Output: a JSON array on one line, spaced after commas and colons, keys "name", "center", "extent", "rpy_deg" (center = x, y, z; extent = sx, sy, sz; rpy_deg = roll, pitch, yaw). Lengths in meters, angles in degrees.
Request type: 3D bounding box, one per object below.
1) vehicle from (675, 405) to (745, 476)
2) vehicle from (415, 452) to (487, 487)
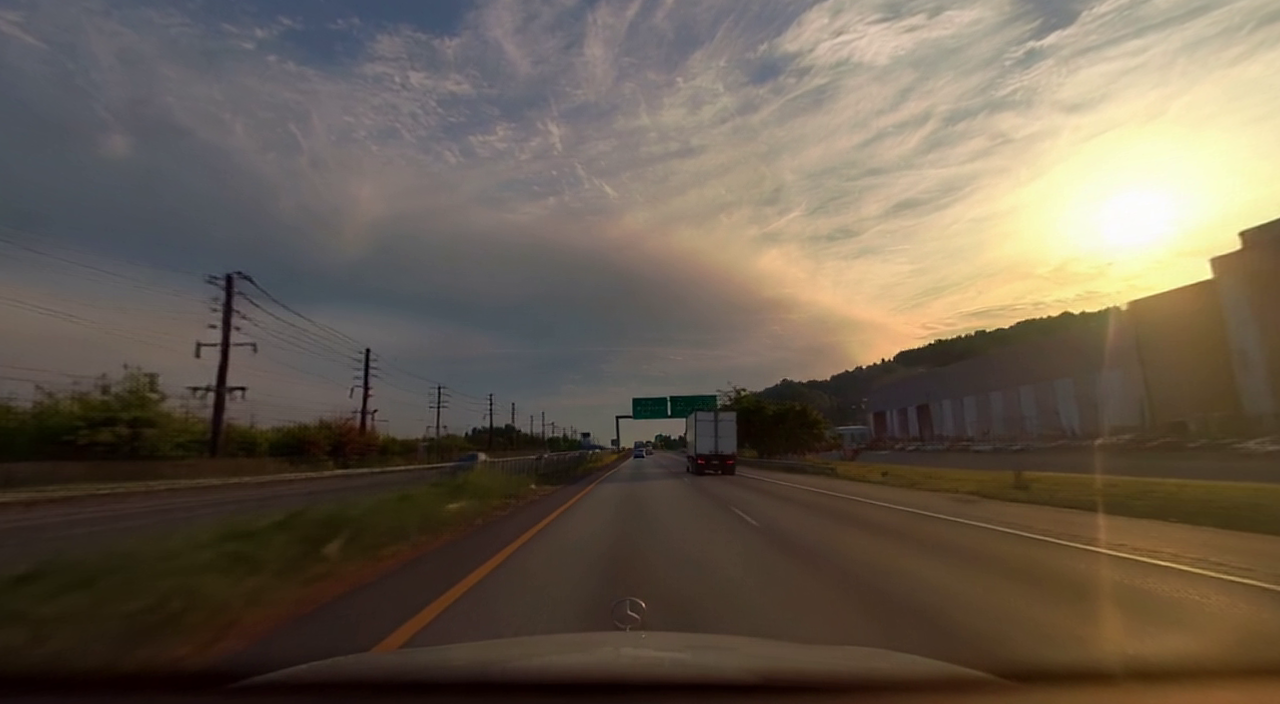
[{"name": "vehicle", "center": [4.399, 6.096, 43.150], "extent": [3.038, 4.047, 13.741], "rpy_deg": [0, -9, -1]}, {"name": "vehicle", "center": [-8.801, 5.477, 29.746], "extent": [1.941, 1.495, 4.607], "rpy_deg": [0, -9, 0]}]
